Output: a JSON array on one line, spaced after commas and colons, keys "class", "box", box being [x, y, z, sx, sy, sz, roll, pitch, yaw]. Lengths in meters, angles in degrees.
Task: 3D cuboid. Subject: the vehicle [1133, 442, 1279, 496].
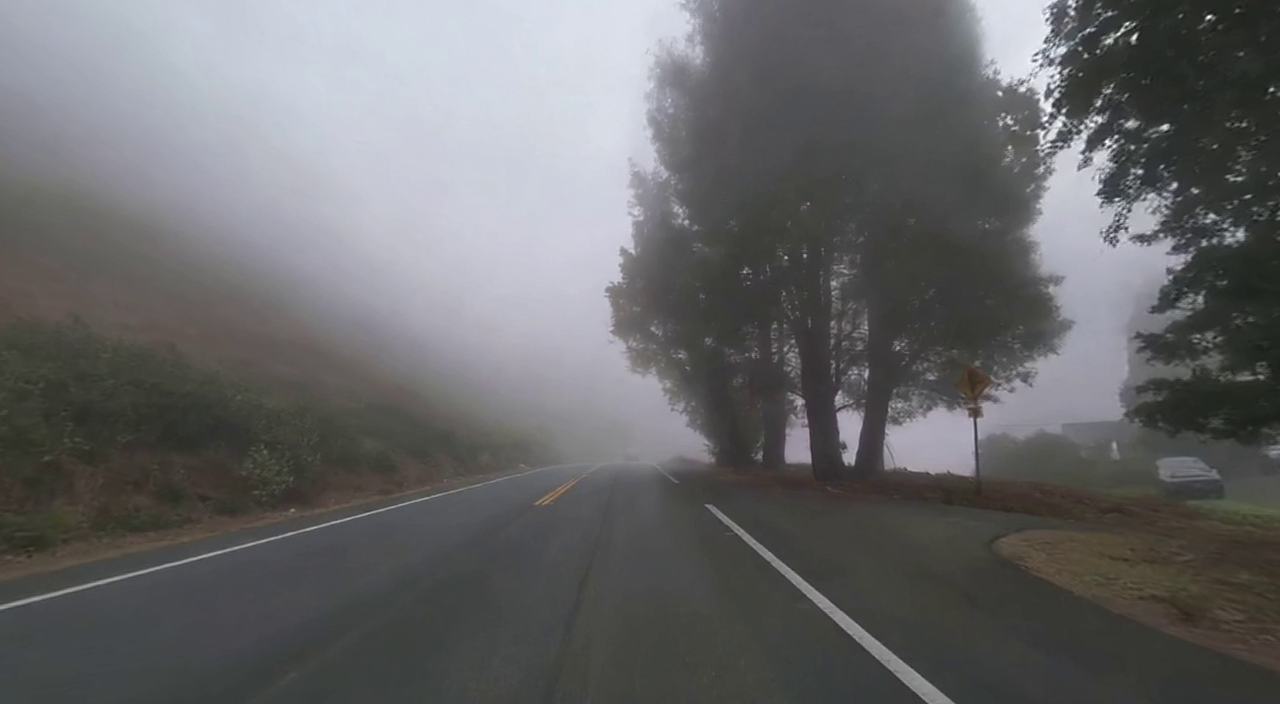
[{"class": "vehicle", "box": [35.331, 7.174, 39.101, 7.025, 2.942, 2.463, -1, -7, 15]}]
